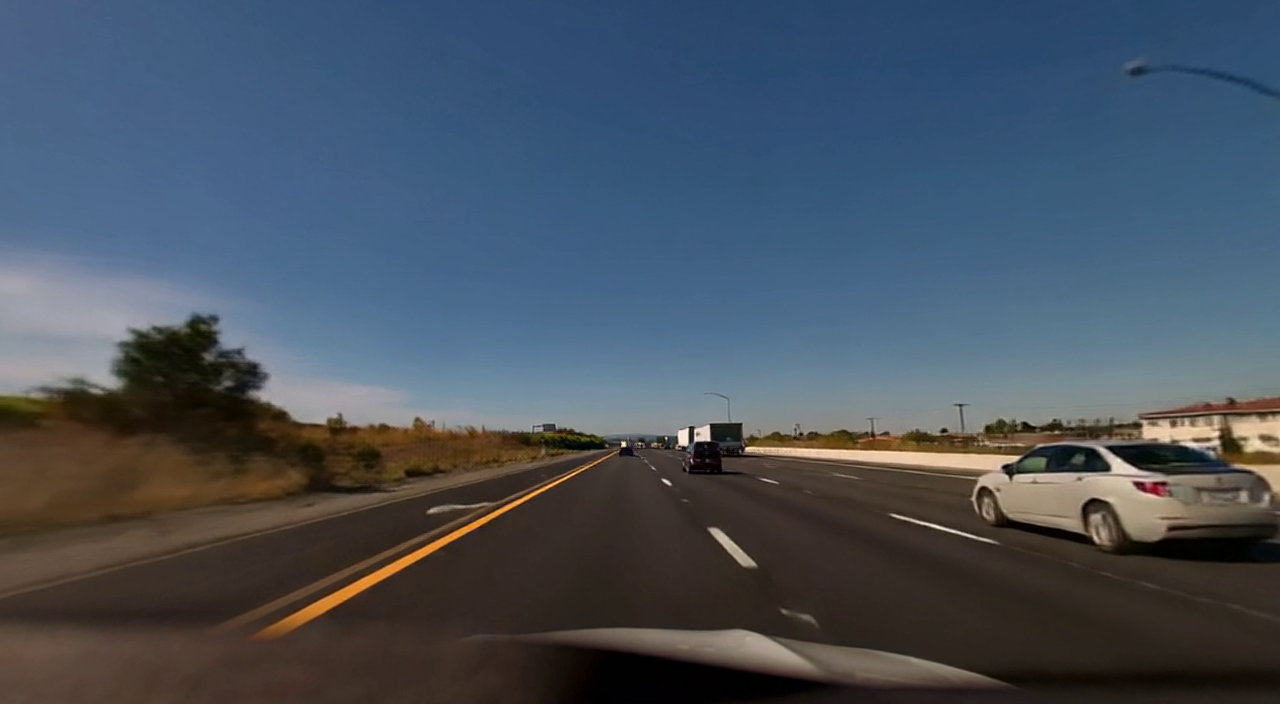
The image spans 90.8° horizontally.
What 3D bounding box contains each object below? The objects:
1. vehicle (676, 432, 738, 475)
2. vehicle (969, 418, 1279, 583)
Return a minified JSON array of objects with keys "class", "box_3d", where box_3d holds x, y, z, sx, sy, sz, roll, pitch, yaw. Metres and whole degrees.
[{"class":"vehicle","box_3d":[2.951,4.610,28.963,2.141,1.785,4.778,0,-8,-2]},{"class":"vehicle","box_3d":[6.763,1.739,8.399,2.046,1.509,4.929,0,-8,-1]}]
